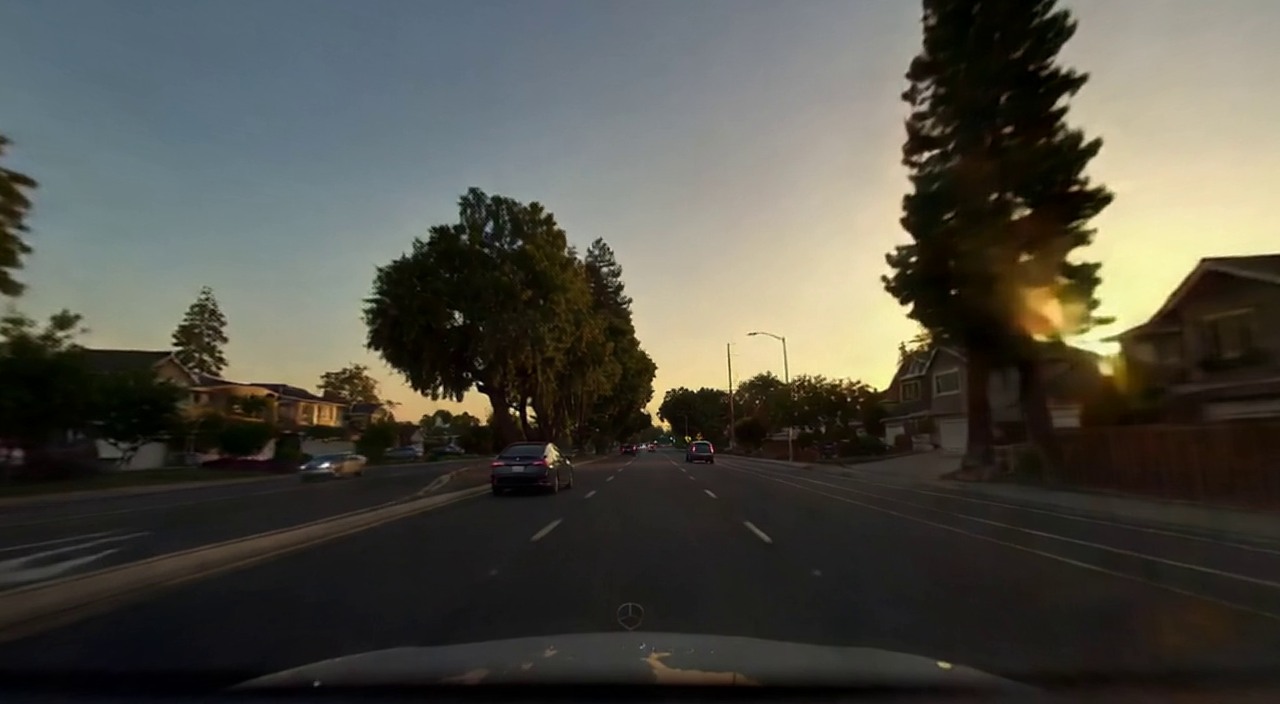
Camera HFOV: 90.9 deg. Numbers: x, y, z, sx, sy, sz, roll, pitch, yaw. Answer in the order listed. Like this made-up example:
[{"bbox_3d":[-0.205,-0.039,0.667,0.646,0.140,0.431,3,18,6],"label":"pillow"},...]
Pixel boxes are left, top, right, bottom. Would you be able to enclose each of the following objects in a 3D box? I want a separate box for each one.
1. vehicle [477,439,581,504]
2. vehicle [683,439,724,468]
[{"bbox_3d":[-2.853,3.171,17.266,1.966,1.524,4.410,0,-8,1],"label":"vehicle"},{"bbox_3d":[4.038,6.528,40.719,2.114,1.780,4.445,0,-8,-1],"label":"vehicle"}]
